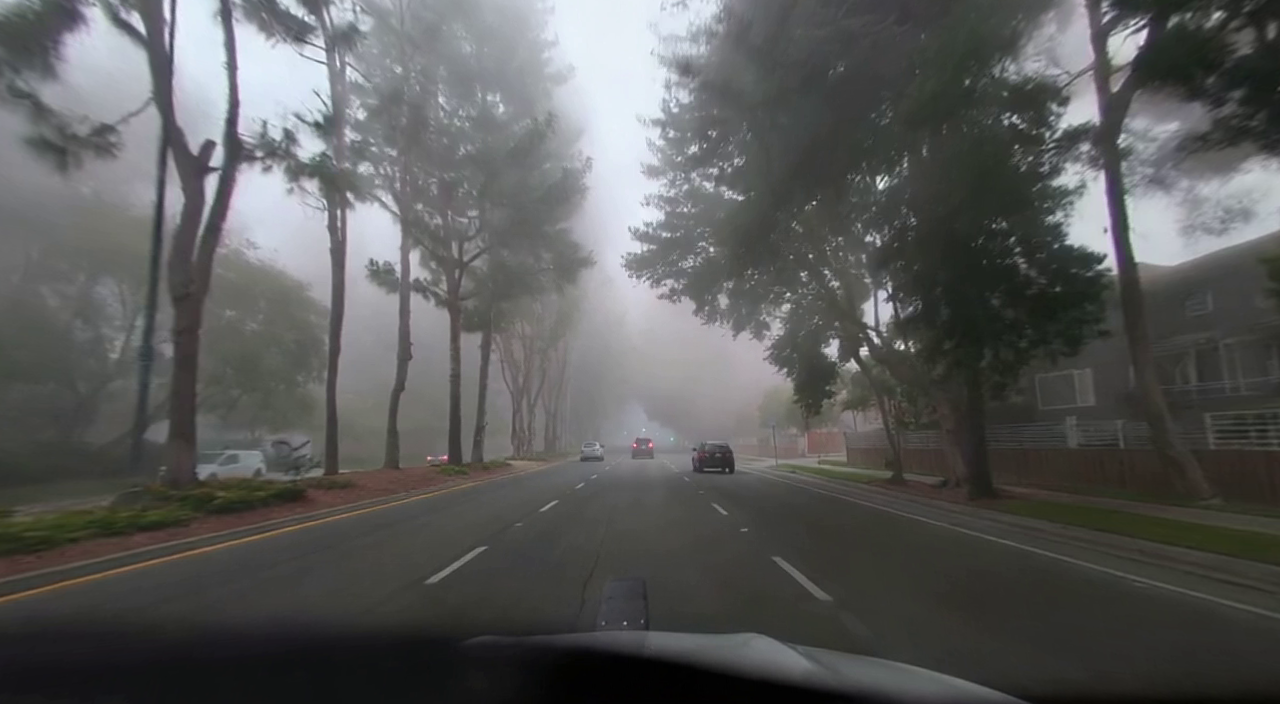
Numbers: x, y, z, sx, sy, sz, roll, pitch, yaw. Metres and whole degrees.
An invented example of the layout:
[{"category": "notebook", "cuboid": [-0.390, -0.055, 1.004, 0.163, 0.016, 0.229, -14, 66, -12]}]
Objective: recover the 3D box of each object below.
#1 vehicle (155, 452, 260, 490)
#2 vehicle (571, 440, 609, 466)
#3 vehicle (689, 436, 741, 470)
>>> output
[{"category": "vehicle", "cuboid": [-20.802, 5.720, 30.594, 1.902, 1.640, 4.496, 0, -8, 0]}, {"category": "vehicle", "cuboid": [-3.051, 6.228, 38.988, 1.940, 1.473, 4.133, 0, -8, 1]}, {"category": "vehicle", "cuboid": [3.925, 5.373, 33.658, 2.182, 1.688, 4.187, 0, -8, -1]}]
